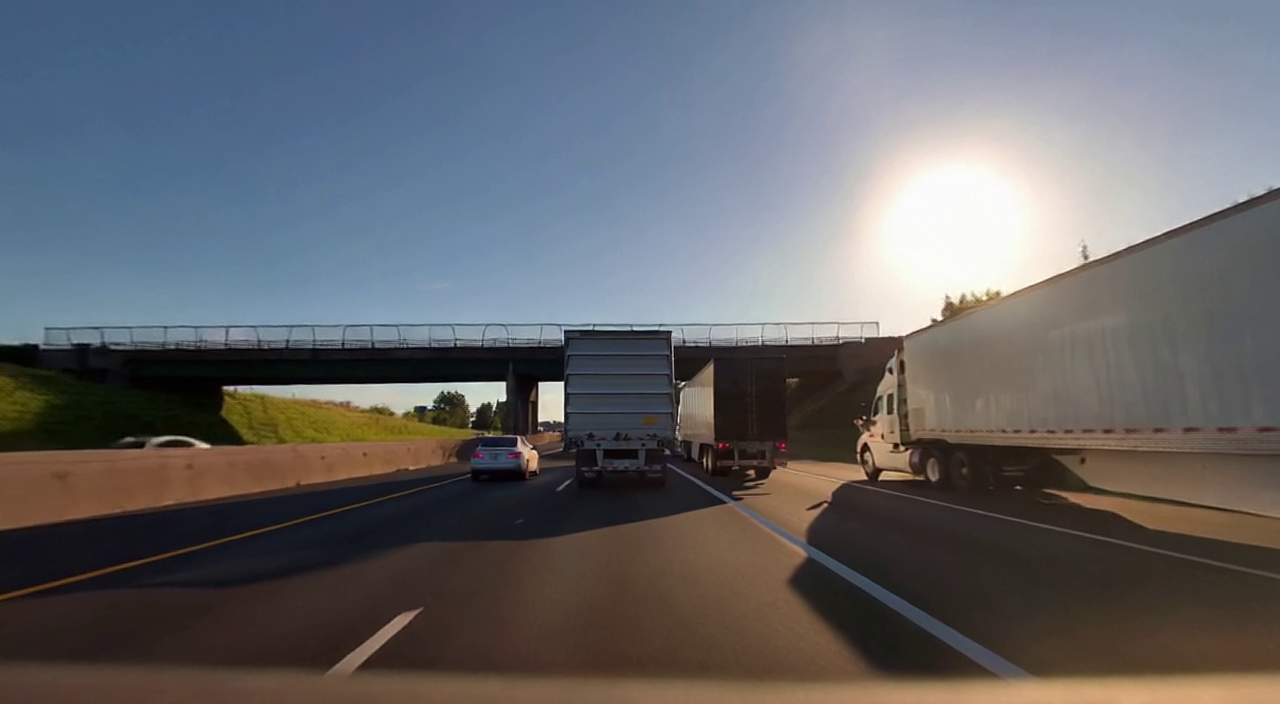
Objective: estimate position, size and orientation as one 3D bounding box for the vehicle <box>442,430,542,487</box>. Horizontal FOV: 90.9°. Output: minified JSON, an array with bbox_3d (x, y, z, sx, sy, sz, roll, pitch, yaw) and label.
[{"bbox_3d":[-4.189,3.049,18.488,2.049,1.483,3.786,0,-8,0],"label":"vehicle"}]

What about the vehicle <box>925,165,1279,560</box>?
[{"bbox_3d":[8.199,0.281,7.872,3.000,4.114,13.063,0,-8,-1],"label":"vehicle"}]

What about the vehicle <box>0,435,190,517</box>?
[{"bbox_3d":[-11.932,2.506,13.382,1.818,1.452,3.990,0,-8,-1],"label":"vehicle"}]

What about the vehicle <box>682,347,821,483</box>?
[{"bbox_3d":[3.538,2.548,23.693,2.817,3.886,11.491,0,-8,-2],"label":"vehicle"}]

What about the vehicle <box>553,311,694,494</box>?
[{"bbox_3d":[-0.576,1.816,19.360,3.090,4.065,10.702,0,-8,-2],"label":"vehicle"}]
